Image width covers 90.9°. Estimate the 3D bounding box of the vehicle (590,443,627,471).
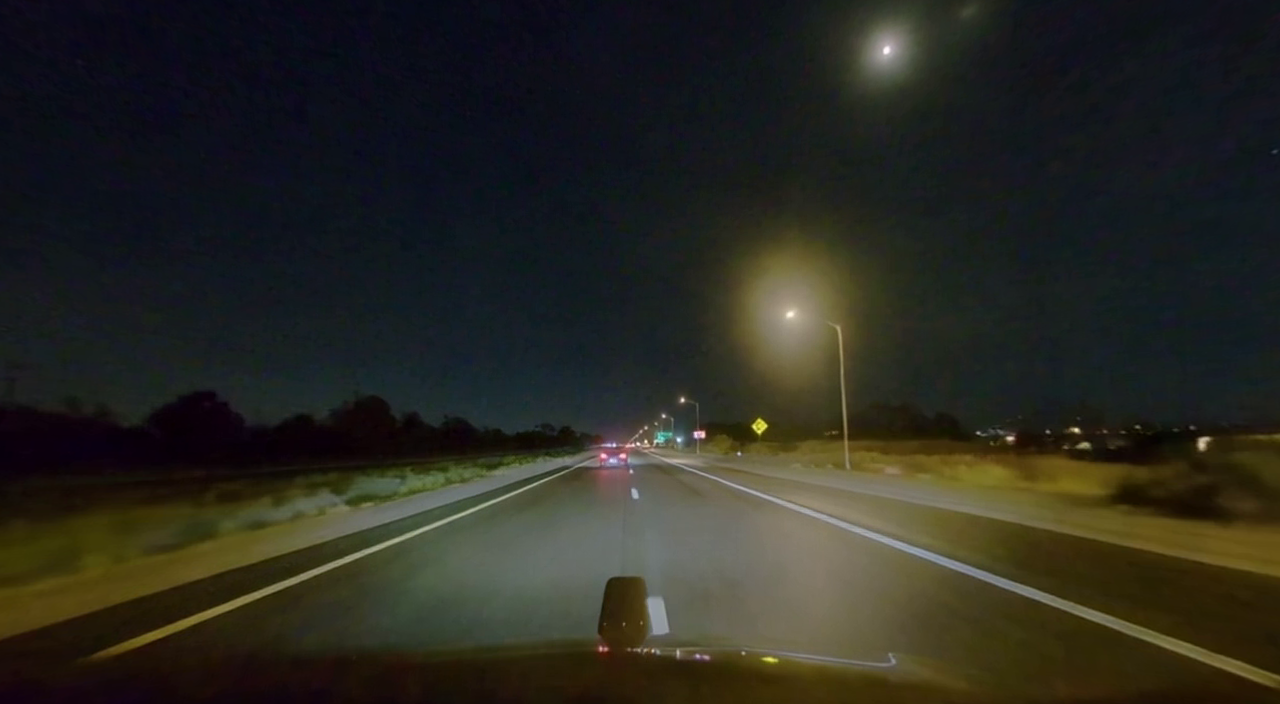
[{"bbox_3d":[-1.738,5.963,36.049,1.991,1.475,4.302,0,-8,-1],"label":"vehicle"}]
